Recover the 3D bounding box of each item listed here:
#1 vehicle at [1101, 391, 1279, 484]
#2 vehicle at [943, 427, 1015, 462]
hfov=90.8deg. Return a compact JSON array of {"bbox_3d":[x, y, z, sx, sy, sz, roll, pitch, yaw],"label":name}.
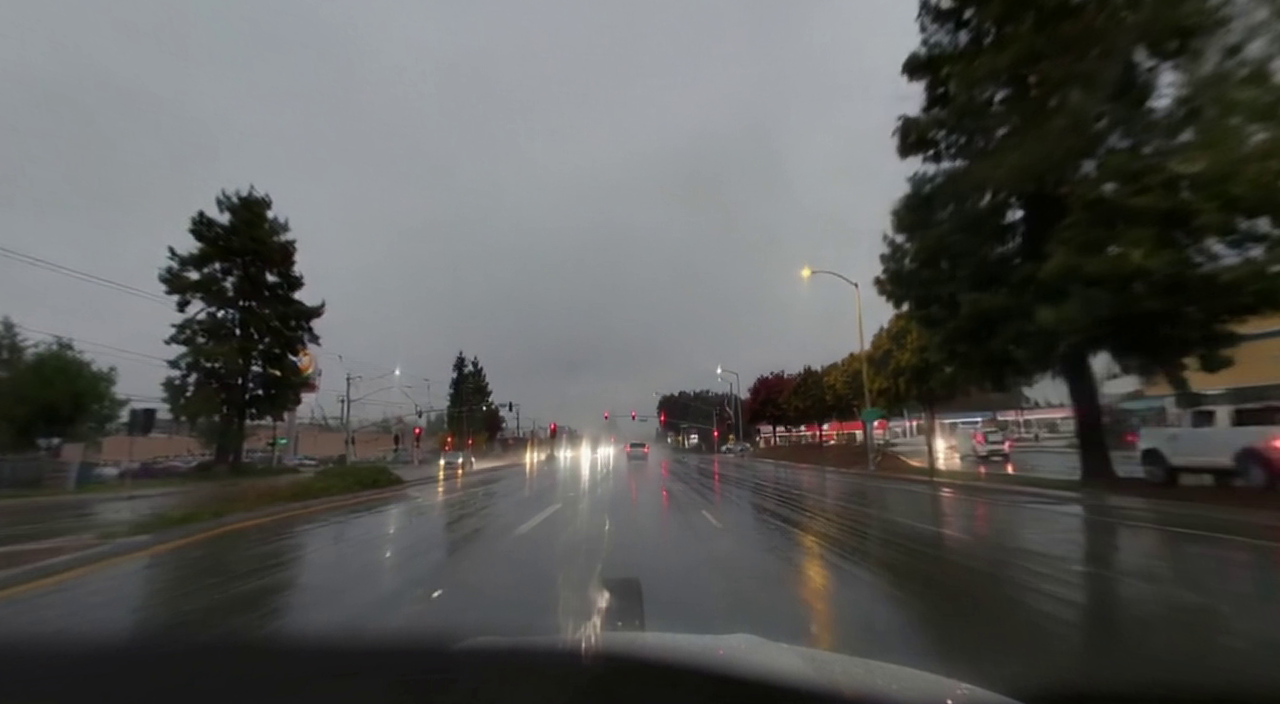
[{"bbox_3d":[13.805,1.992,14.514,2.249,1.793,5.763,0,-8,2],"label":"vehicle"},{"bbox_3d":[16.886,4.648,31.695,1.944,1.646,4.594,-2,-9,13],"label":"vehicle"}]
